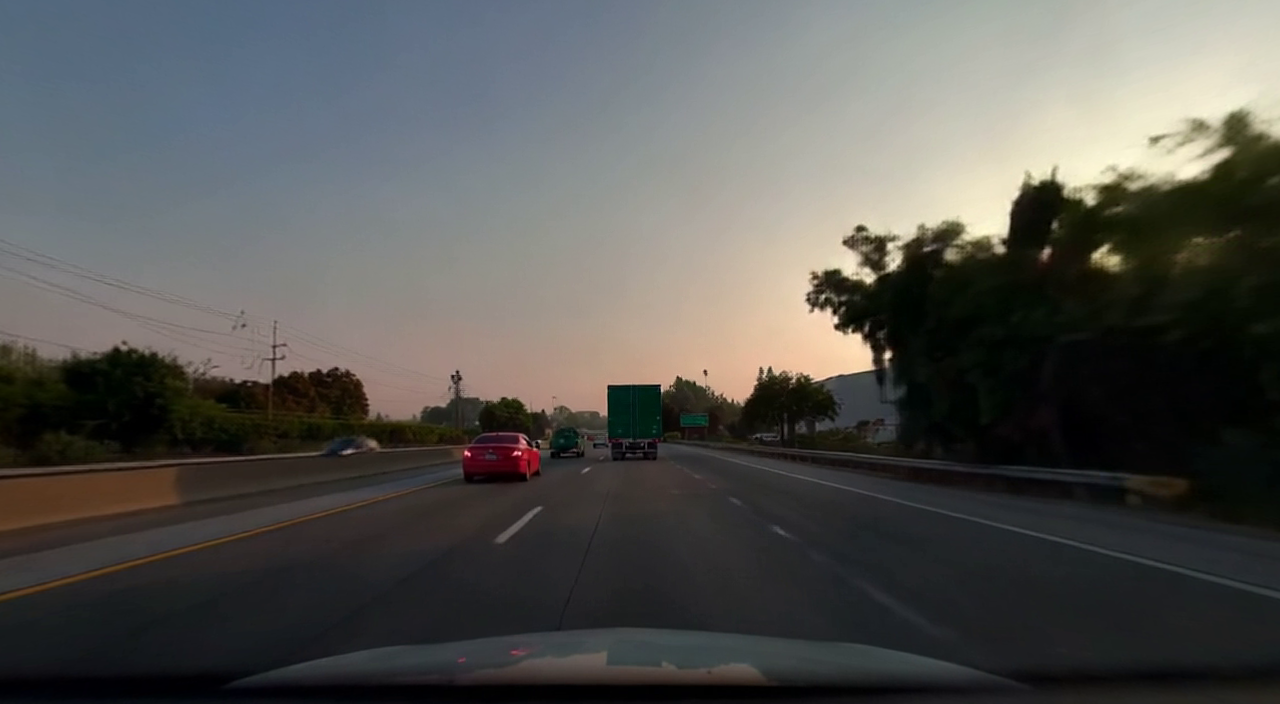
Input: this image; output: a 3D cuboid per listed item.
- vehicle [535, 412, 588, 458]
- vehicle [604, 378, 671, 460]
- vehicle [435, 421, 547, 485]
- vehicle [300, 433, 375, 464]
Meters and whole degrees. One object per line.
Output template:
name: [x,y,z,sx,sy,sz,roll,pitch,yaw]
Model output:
vehicle: [-5.044,5.481,41.516,2.717,2.714,6.997,0,-8,-1]
vehicle: [-0.259,3.964,36.037,3.259,4.066,9.891,0,-8,-2]
vehicle: [-4.156,2.913,18.569,2.005,1.602,5.131,0,-8,1]
vehicle: [-17.082,5.465,35.838,2.132,1.644,4.327,0,-8,-1]
